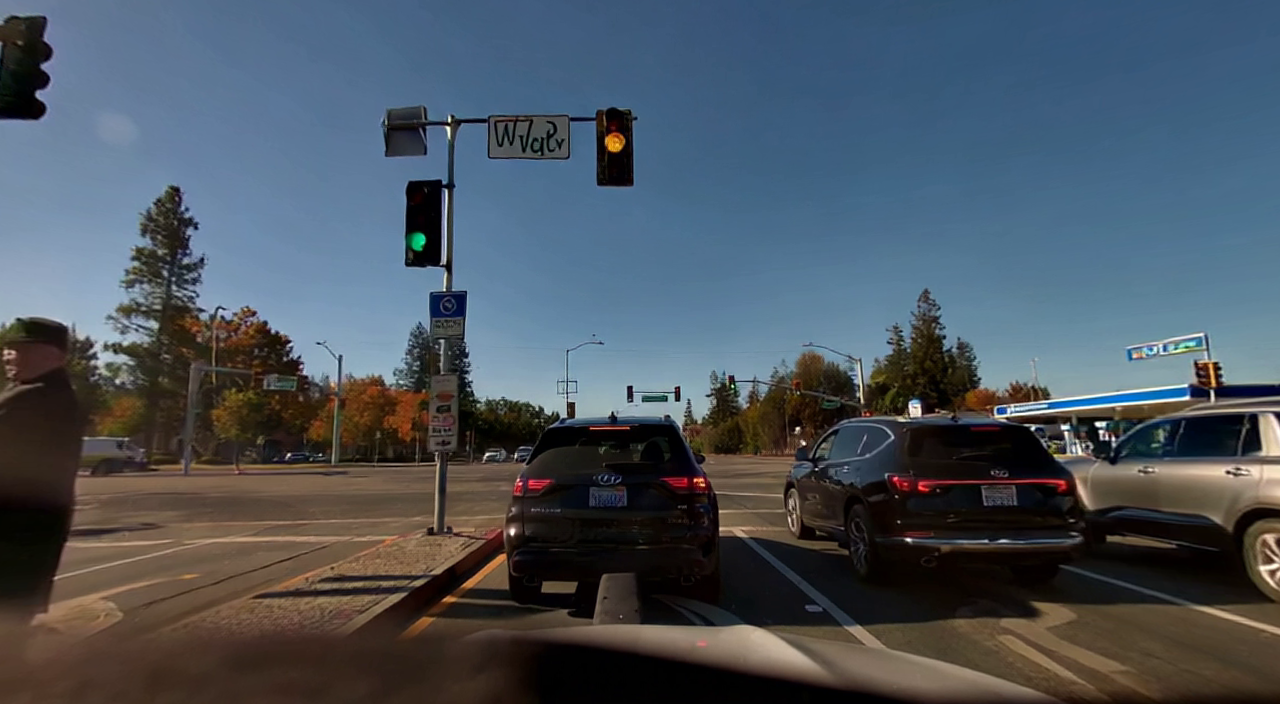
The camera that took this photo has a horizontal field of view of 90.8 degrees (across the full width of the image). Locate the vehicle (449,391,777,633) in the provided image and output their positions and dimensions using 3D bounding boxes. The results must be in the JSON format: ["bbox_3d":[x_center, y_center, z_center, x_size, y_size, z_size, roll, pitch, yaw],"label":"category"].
[{"bbox_3d":[-0.191,1.498,6.928,2.351,1.733,4.616,0,-9,0],"label":"vehicle"}]

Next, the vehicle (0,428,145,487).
[{"bbox_3d":[-28.972,5.217,31.436,6.772,2.769,2.305,-1,-9,3],"label":"vehicle"}]

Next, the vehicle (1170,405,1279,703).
[{"bbox_3d":[3.098,0.618,0.159,1.965,1.460,4.581,0,-9,1],"label":"vehicle"}]

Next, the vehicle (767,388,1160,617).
[{"bbox_3d":[3.001,1.508,7.250,2.060,1.783,4.411,0,-9,-1],"label":"vehicle"}]
